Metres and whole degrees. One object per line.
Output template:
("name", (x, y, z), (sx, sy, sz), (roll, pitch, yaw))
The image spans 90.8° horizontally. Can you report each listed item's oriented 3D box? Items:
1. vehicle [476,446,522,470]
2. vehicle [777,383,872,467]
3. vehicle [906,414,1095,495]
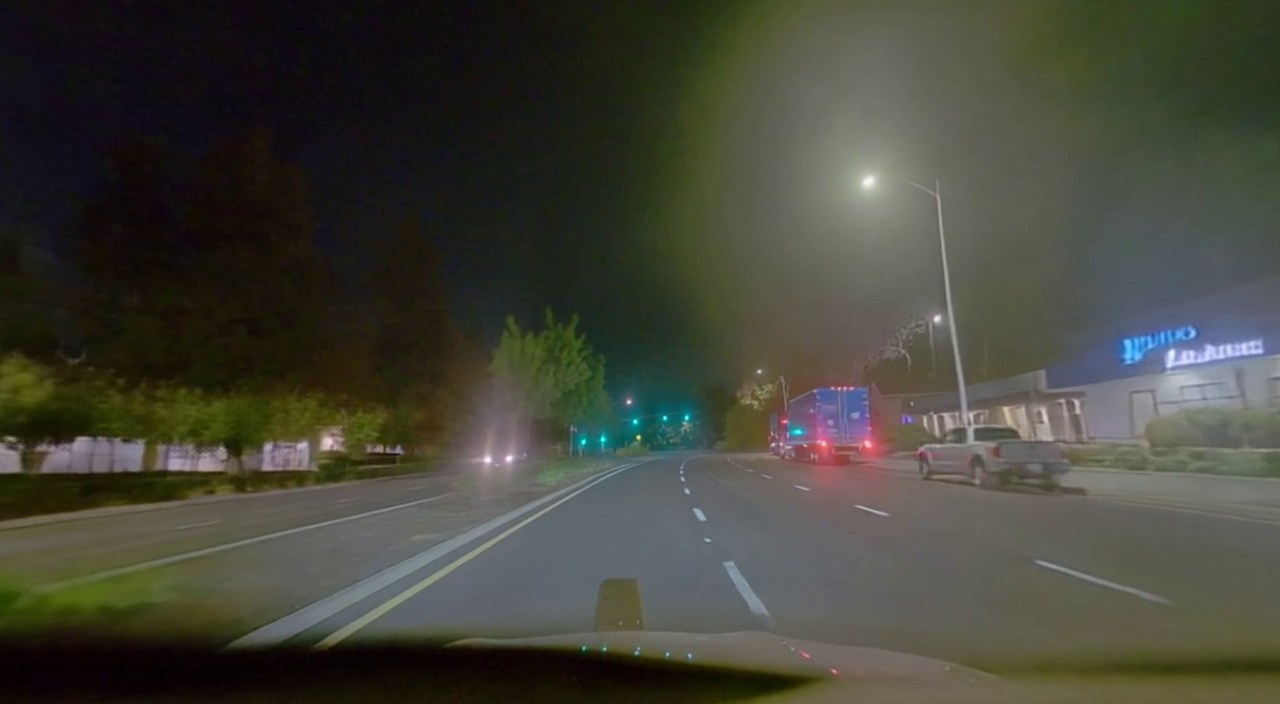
("vehicle", (-9.506, 7.185, 42.958), (1.907, 1.505, 4.354), (-1, -8, 4))
("vehicle", (11.804, 5.155, 42.797), (2.907, 4.439, 17.681), (-1, -8, 6))
("vehicle", (10.068, 2.950, 18.460), (2.200, 1.944, 5.935), (-1, -8, 2))
